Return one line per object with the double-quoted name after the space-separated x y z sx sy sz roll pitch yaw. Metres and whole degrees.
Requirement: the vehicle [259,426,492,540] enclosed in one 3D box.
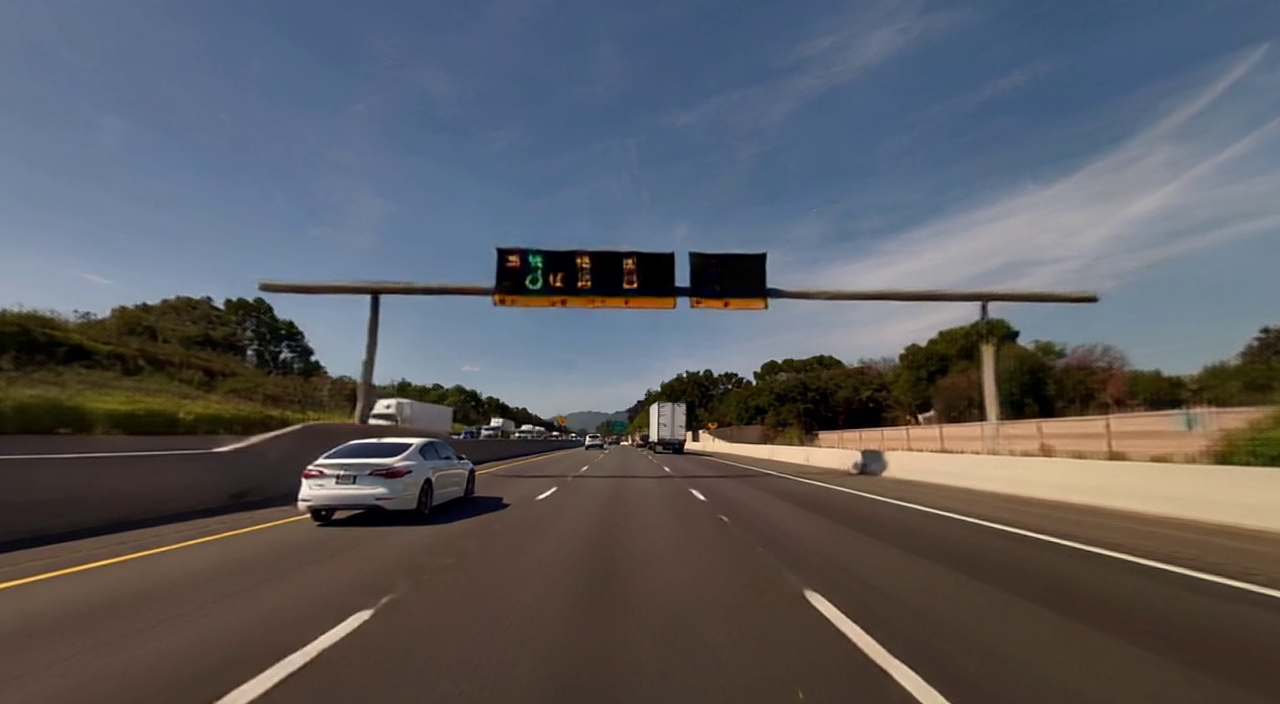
-3.931 1.979 10.359 1.971 1.444 4.401 0 -8 -1 "vehicle"
